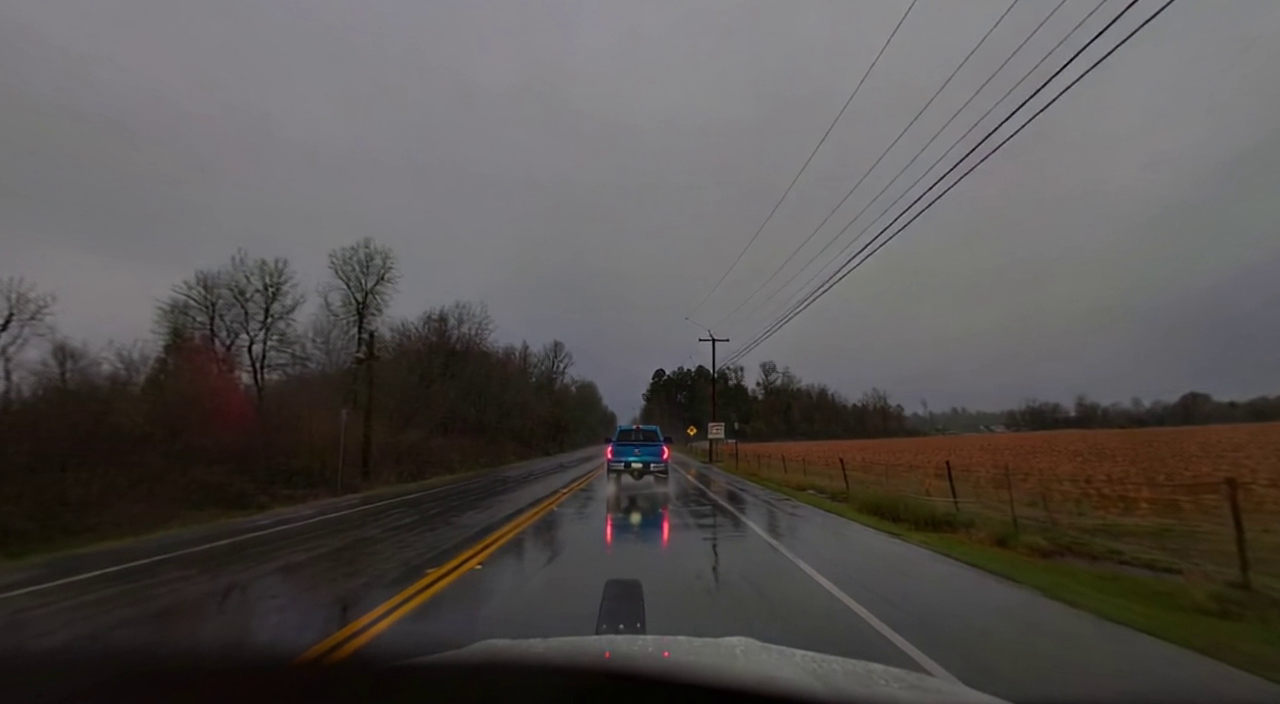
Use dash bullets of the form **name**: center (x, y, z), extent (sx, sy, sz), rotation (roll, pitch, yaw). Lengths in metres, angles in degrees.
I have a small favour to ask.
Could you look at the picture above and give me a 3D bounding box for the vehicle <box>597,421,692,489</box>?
- **vehicle**: center (0.071, 3.691, 23.029), extent (2.921, 2.031, 7.416), rotation (0, -8, -1)
